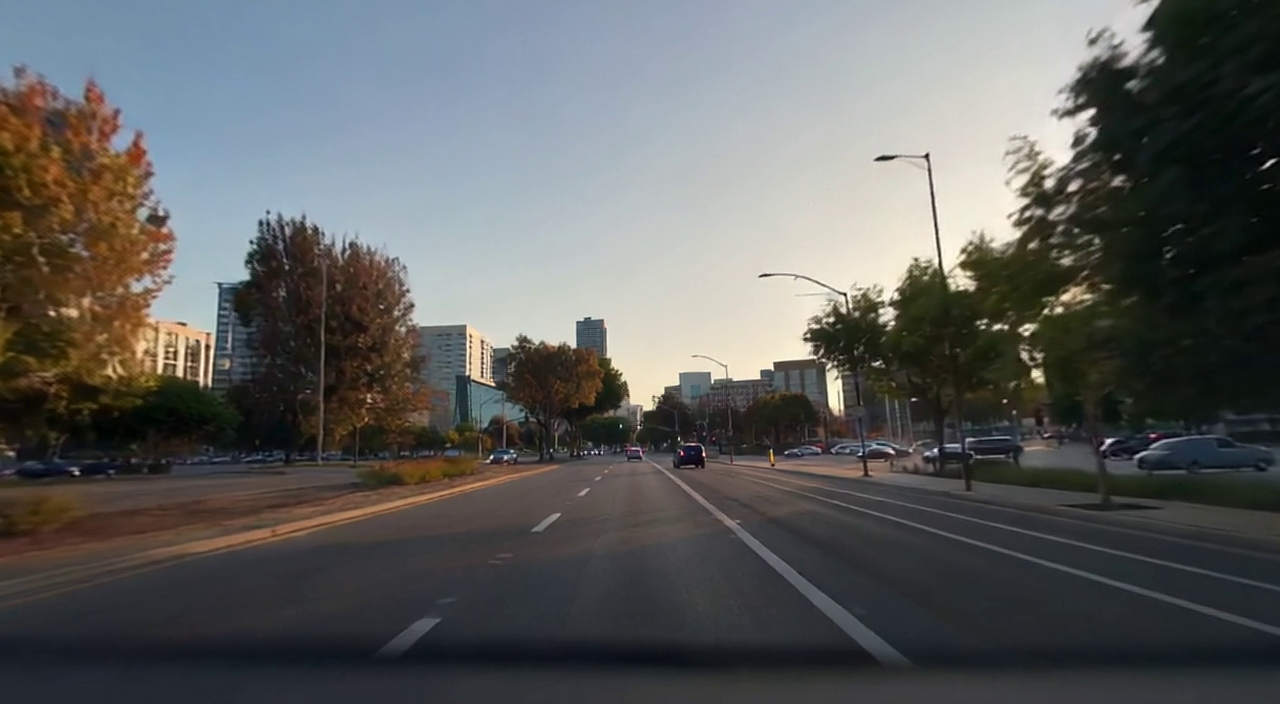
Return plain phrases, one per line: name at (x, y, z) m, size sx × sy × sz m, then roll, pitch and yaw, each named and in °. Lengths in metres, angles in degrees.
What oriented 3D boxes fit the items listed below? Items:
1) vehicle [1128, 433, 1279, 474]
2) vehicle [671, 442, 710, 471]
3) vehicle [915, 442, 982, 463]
vehicle at (21.909, 3.928, 24.392) m, size 4.217 × 1.470 × 2.173 m, roll -1°, pitch -9°, yaw 1°
vehicle at (3.206, 6.770, 41.146) m, size 2.069 × 1.761 × 4.610 m, roll 0°, pitch -9°, yaw -2°
vehicle at (22.821, 7.462, 46.847) m, size 3.845 × 1.471 × 2.043 m, roll 0°, pitch -9°, yaw 0°
